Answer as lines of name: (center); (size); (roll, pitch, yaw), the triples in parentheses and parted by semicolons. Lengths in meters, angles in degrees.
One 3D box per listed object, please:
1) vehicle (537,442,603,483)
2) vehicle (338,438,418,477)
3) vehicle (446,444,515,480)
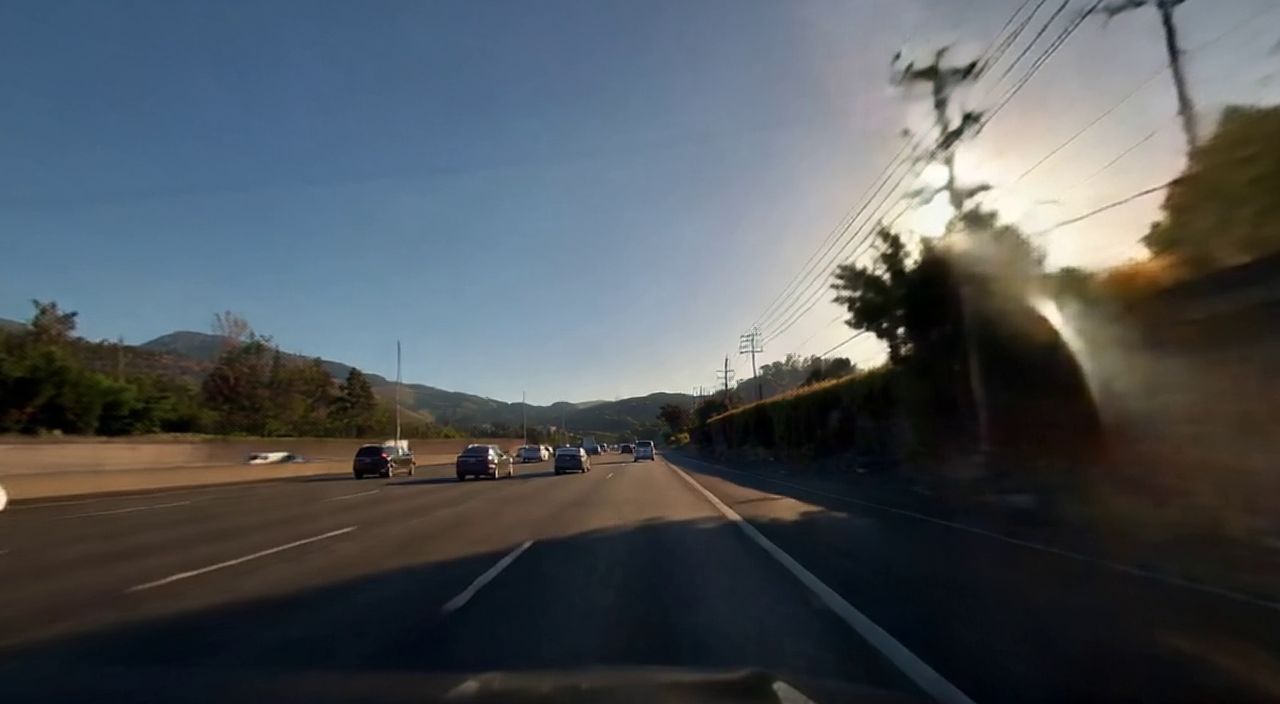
vehicle: (-2.664, 4.345, 25.113); (2.064, 1.446, 4.409); (0, -9, 1)
vehicle: (-14.209, 5.755, 34.619); (2.172, 1.946, 5.017); (0, -9, 1)
vehicle: (-7.081, 4.909, 28.433); (1.899, 1.472, 4.202); (0, -9, 2)
